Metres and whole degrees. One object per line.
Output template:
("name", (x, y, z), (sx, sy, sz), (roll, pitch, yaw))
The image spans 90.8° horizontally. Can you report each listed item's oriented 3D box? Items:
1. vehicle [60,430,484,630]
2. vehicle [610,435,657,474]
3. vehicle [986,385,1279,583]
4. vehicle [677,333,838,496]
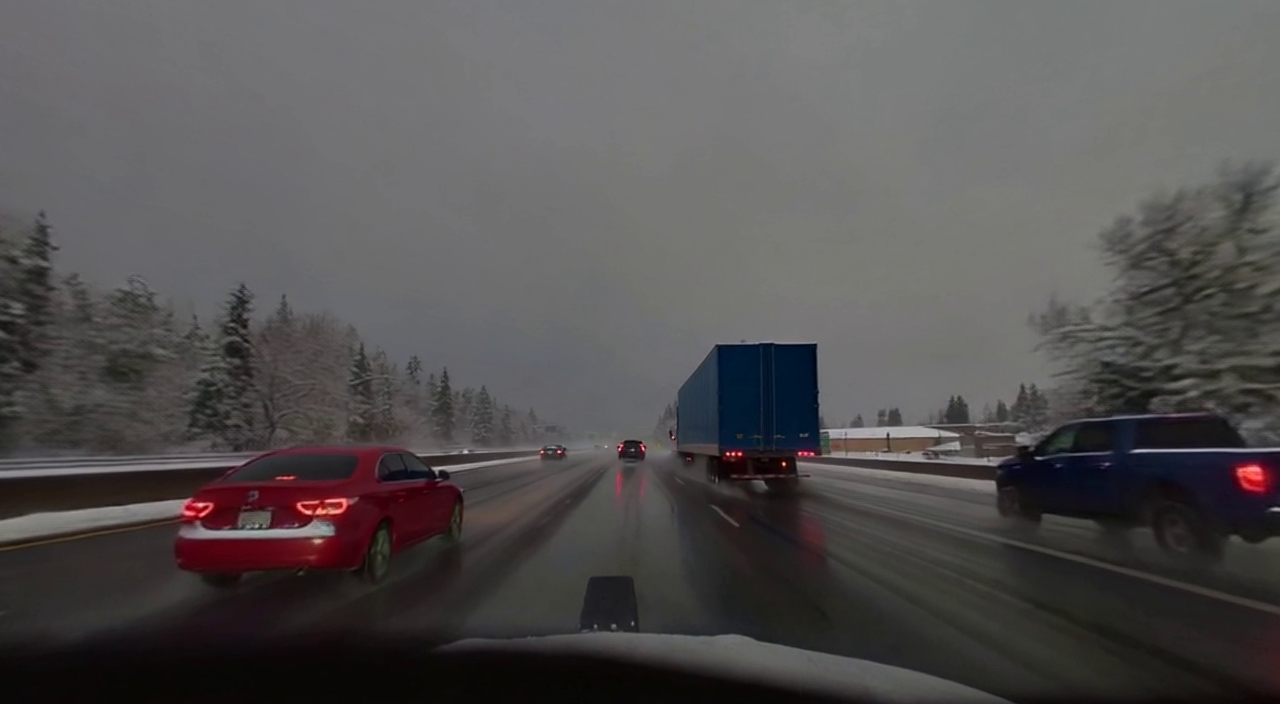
("vehicle", (-3.208, 1.634, 6.859), (1.864, 1.406, 4.544), (0, -9, 0))
("vehicle", (-0.360, 5.166, 31.979), (2.203, 1.805, 4.358), (0, -9, -1))
("vehicle", (6.928, 1.528, 7.832), (2.106, 1.795, 5.489), (0, -9, -1))
("vehicle", (3.359, 2.709, 23.377), (2.876, 4.086, 15.117), (0, -9, -1))
